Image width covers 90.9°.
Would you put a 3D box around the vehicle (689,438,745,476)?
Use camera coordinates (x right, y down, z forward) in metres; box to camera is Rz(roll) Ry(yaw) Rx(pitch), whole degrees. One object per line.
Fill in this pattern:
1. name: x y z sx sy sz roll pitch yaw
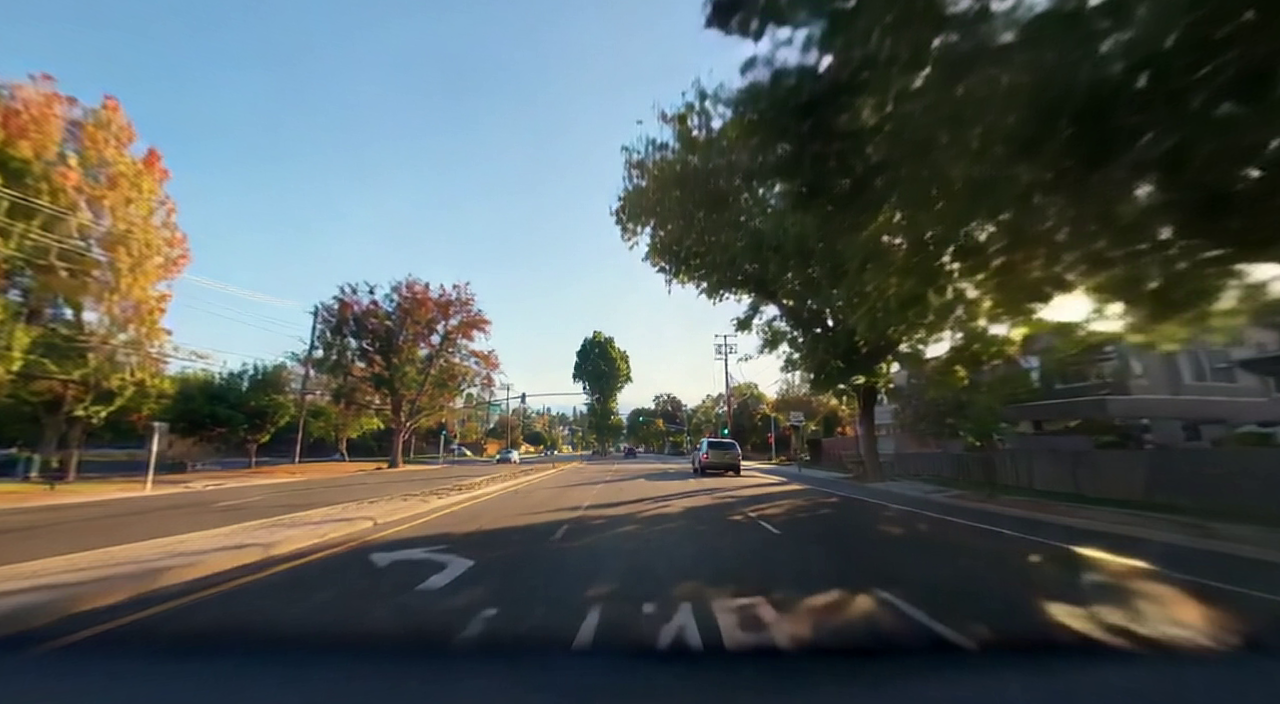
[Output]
1. vehicle: 3.857 5.371 32.437 2.240 1.781 4.433 0 -9 -1
